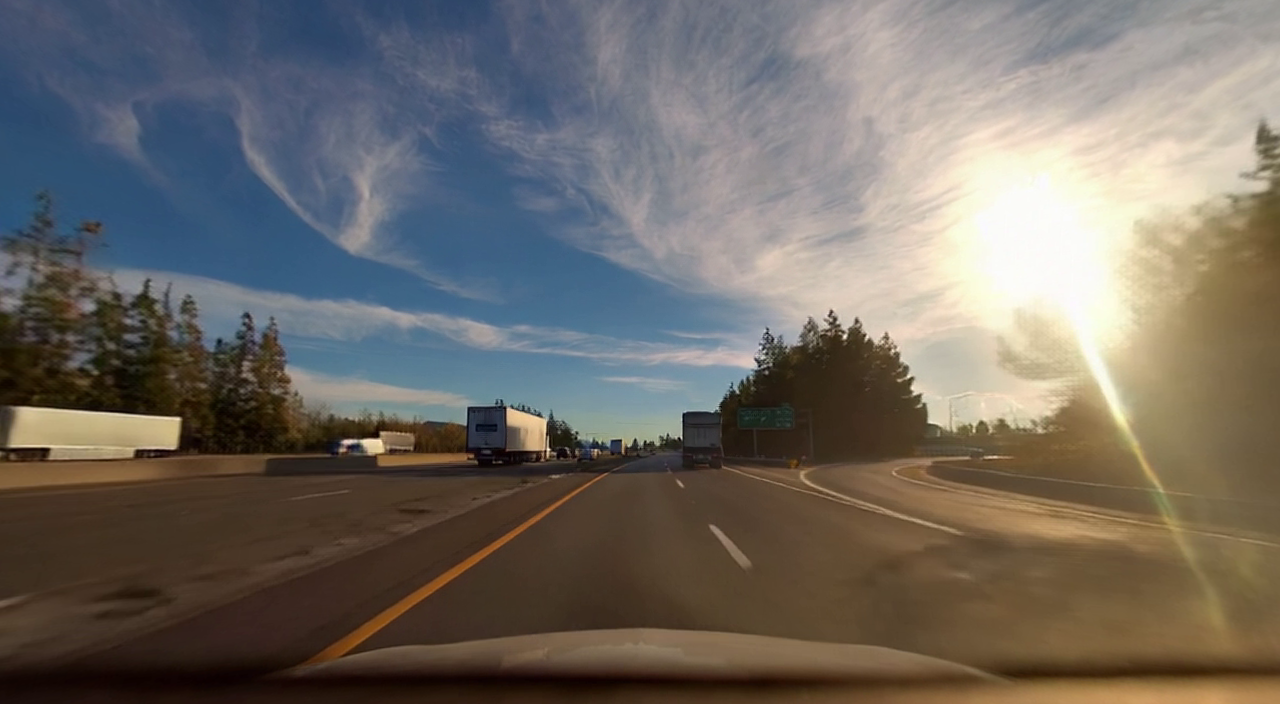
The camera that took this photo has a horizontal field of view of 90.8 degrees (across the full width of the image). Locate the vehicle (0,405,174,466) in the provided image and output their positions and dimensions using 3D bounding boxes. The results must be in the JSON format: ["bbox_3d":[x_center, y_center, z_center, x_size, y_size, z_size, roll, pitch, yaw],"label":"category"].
[{"bbox_3d":[-42.393,6.518,47.909,2.840,3.938,13.955,-1,-9,3],"label":"vehicle"}]

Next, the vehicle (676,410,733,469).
[{"bbox_3d":[4.376,6.522,46.296,2.928,3.595,13.975,0,-9,1],"label":"vehicle"}]
